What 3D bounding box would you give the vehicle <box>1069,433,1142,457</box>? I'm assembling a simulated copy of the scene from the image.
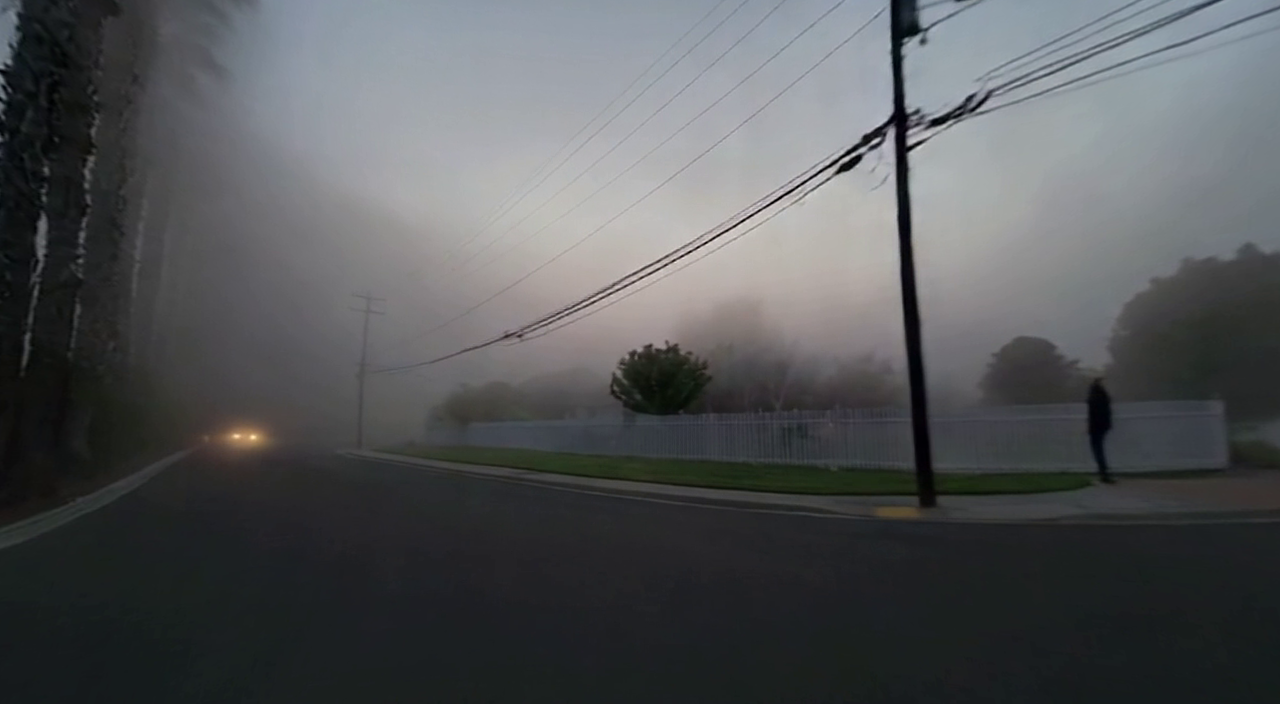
[{"bbox_3d":[30.547,6.114,41.481,3.581,1.474,1.702,-7,-11,42],"label":"vehicle"}]
